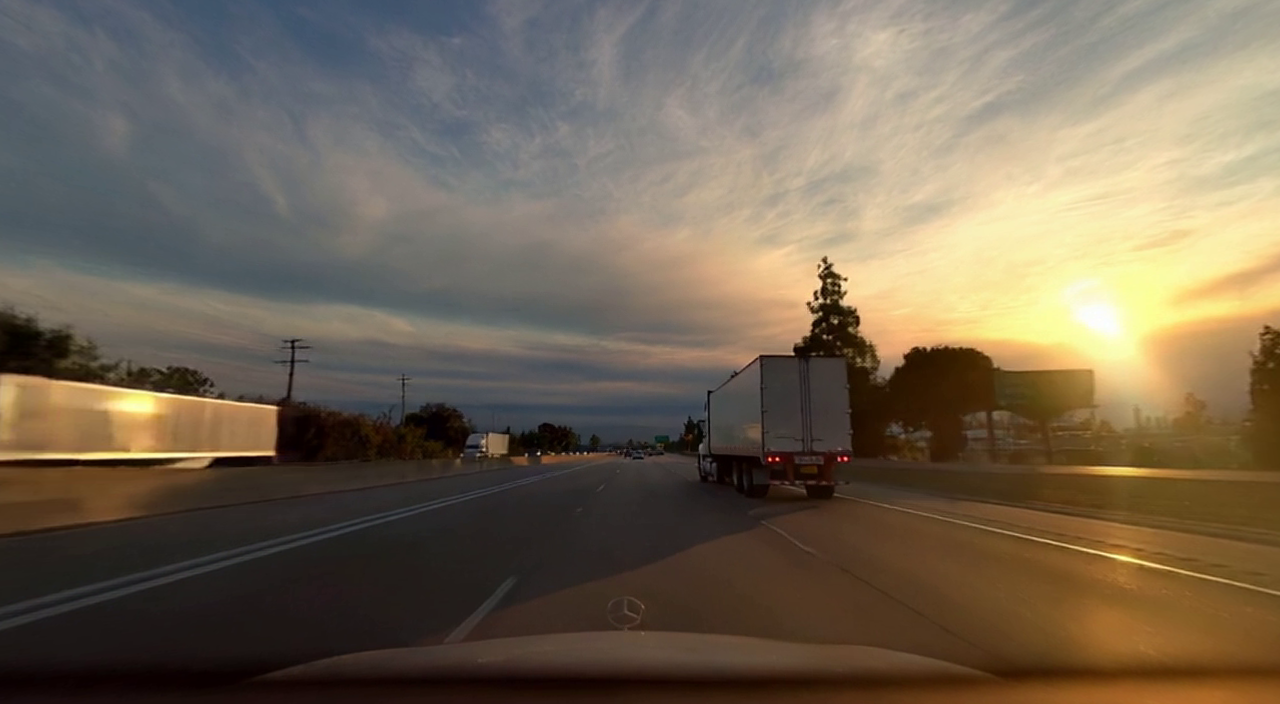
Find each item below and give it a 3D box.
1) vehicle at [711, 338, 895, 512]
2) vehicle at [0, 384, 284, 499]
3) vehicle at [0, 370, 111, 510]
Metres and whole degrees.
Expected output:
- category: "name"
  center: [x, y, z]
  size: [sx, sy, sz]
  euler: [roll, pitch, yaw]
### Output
- category: "vehicle"
  center: [4.689, 2.707, 21.789]
  size: [3.058, 4.312, 12.251]
  euler: [0, -9, 0]
- category: "vehicle"
  center: [-20.385, 3.882, 27.053]
  size: [3.135, 3.778, 12.388]
  euler: [0, -9, -1]
- category: "vehicle"
  center: [-20.389, 2.672, 18.987]
  size: [3.367, 4.049, 6.073]
  euler: [0, -9, -1]
